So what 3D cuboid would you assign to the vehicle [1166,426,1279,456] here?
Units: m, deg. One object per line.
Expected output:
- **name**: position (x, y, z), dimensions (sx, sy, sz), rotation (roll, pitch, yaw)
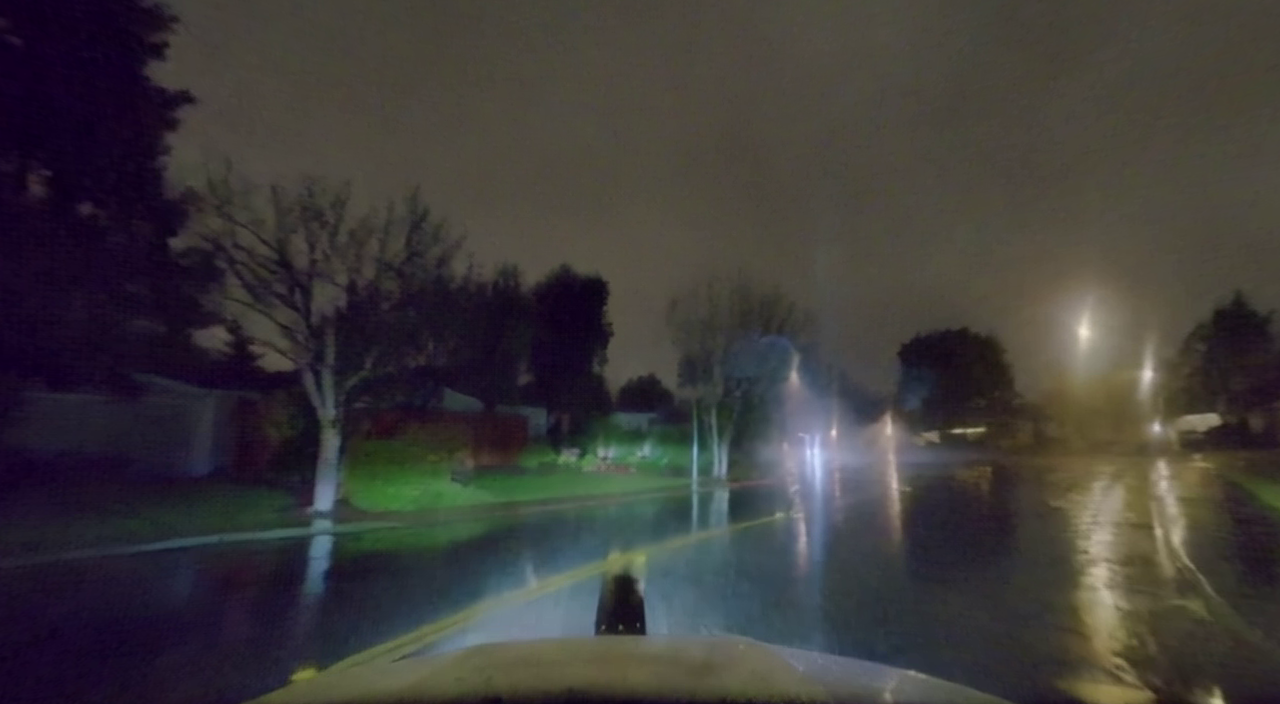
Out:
- **vehicle**: position (37.031, 5.672, 40.284), dimensions (4.799, 1.451, 2.144), rotation (-6, -9, 6)
